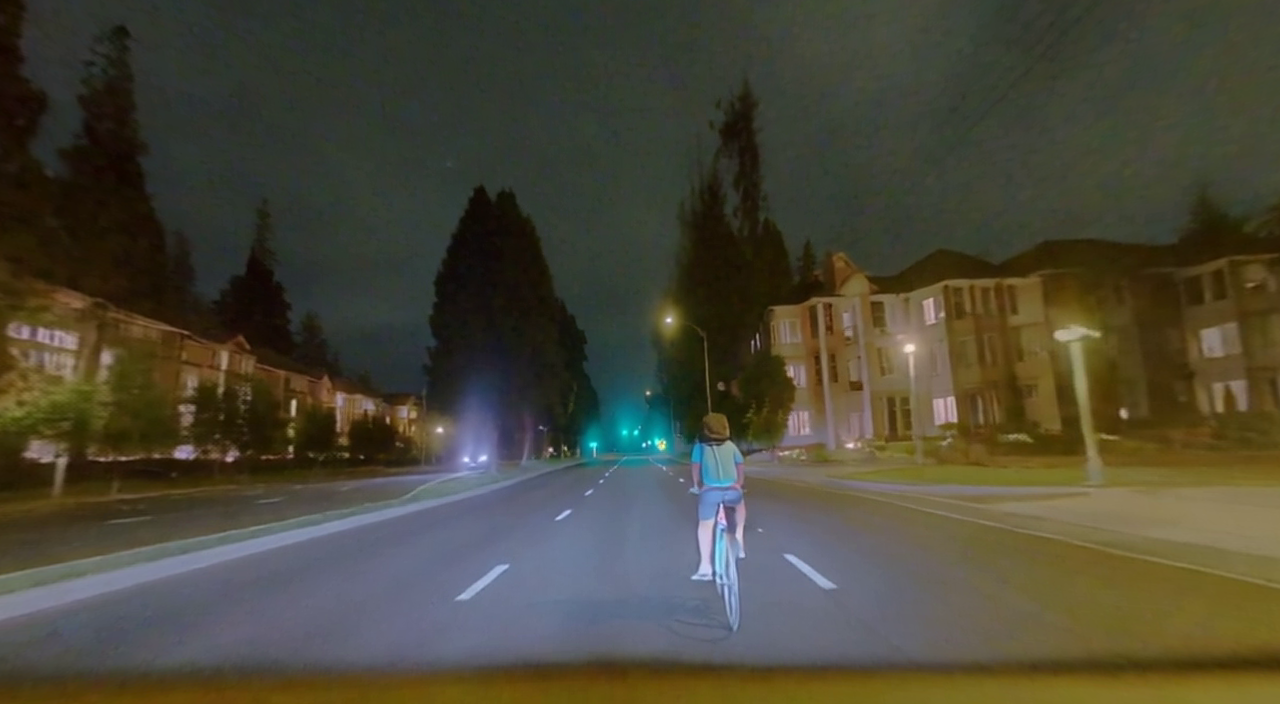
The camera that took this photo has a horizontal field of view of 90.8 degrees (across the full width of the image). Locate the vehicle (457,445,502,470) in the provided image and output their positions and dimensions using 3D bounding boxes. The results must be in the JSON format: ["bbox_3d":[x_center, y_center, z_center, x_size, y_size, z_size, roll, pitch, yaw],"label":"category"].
[{"bbox_3d":[-11.685,7.649,46.274,2.070,1.669,4.576,-1,-8,1],"label":"vehicle"}]

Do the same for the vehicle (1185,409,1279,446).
[{"bbox_3d":[24.982,3.134,25.971,1.753,1.379,3.764,-2,-9,1],"label":"vehicle"}]
